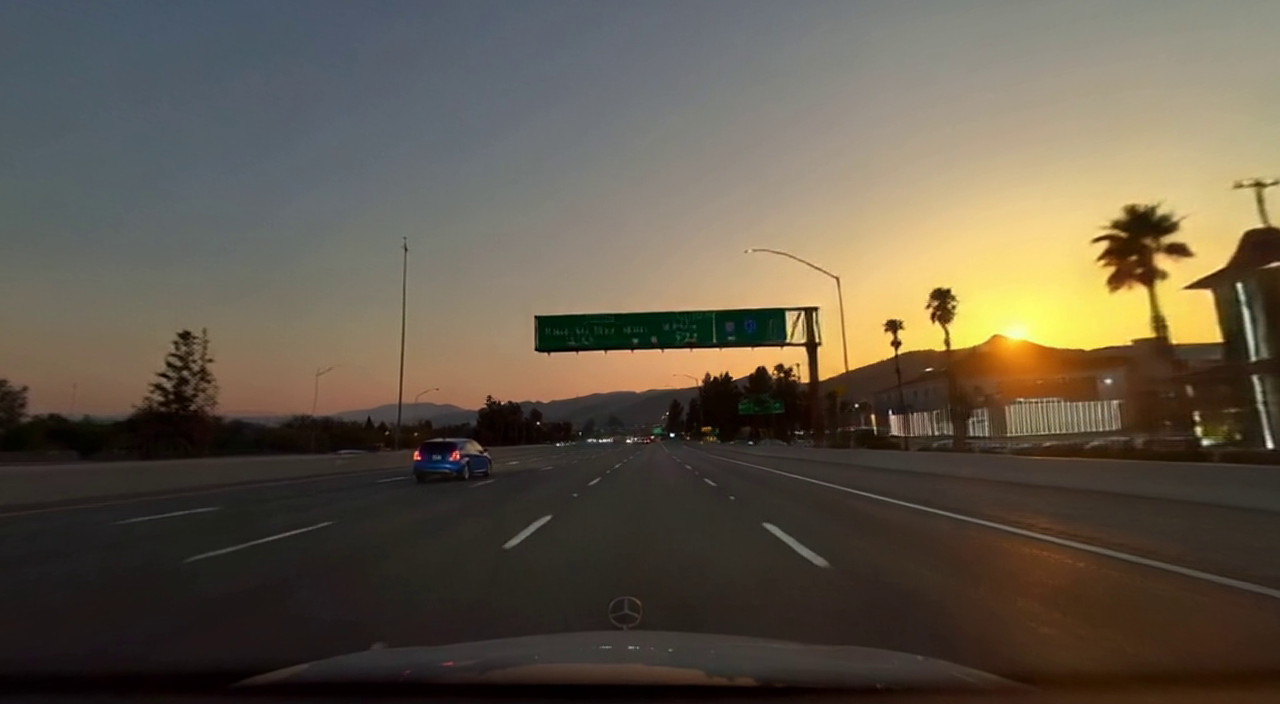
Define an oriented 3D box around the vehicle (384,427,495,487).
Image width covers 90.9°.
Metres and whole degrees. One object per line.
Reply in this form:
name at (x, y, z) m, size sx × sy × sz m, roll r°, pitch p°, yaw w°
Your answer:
vehicle at (-6.676, 3.556, 21.689) m, size 2.145 × 1.793 × 4.762 m, roll 0°, pitch -8°, yaw 1°
